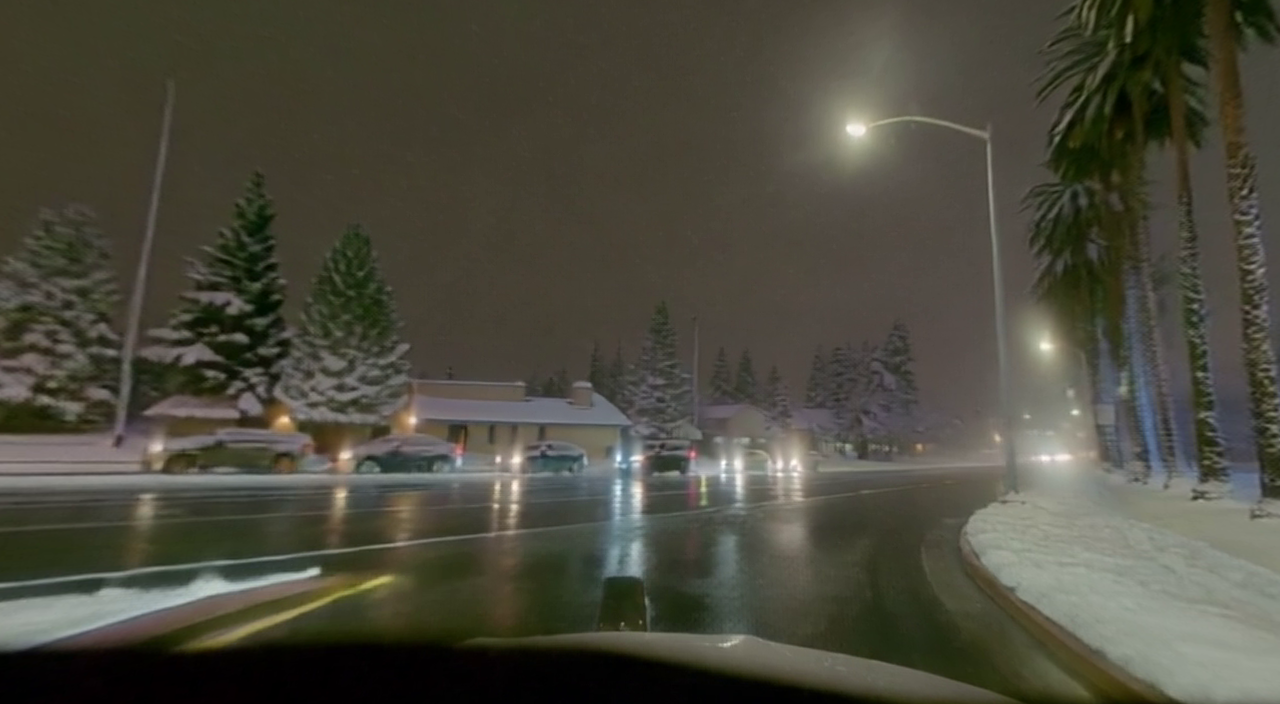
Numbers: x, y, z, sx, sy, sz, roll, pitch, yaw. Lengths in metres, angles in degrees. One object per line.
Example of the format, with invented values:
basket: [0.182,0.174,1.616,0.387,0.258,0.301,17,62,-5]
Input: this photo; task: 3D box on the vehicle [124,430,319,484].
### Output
vehicle: [-14.022,3.553,21.381,1.865,1.593,5.112,-9,-12,37]

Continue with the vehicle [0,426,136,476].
vehicle: [-24.285,3.986,25.383,2.071,1.839,5.616,-6,-10,37]

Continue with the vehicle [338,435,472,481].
vehicle: [-8.771,3.958,23.785,1.844,1.543,4.356,-6,-10,37]

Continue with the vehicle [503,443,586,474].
vehicle: [-5.049,5.668,33.516,1.857,1.474,4.291,-9,-12,36]

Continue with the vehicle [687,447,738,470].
vehicle: [5.441,7.878,46.686,1.813,1.535,4.306,-6,-11,37]

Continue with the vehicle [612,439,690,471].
vehicle: [0.799,6.742,41.304,2.184,1.904,5.617,-9,-12,37]
